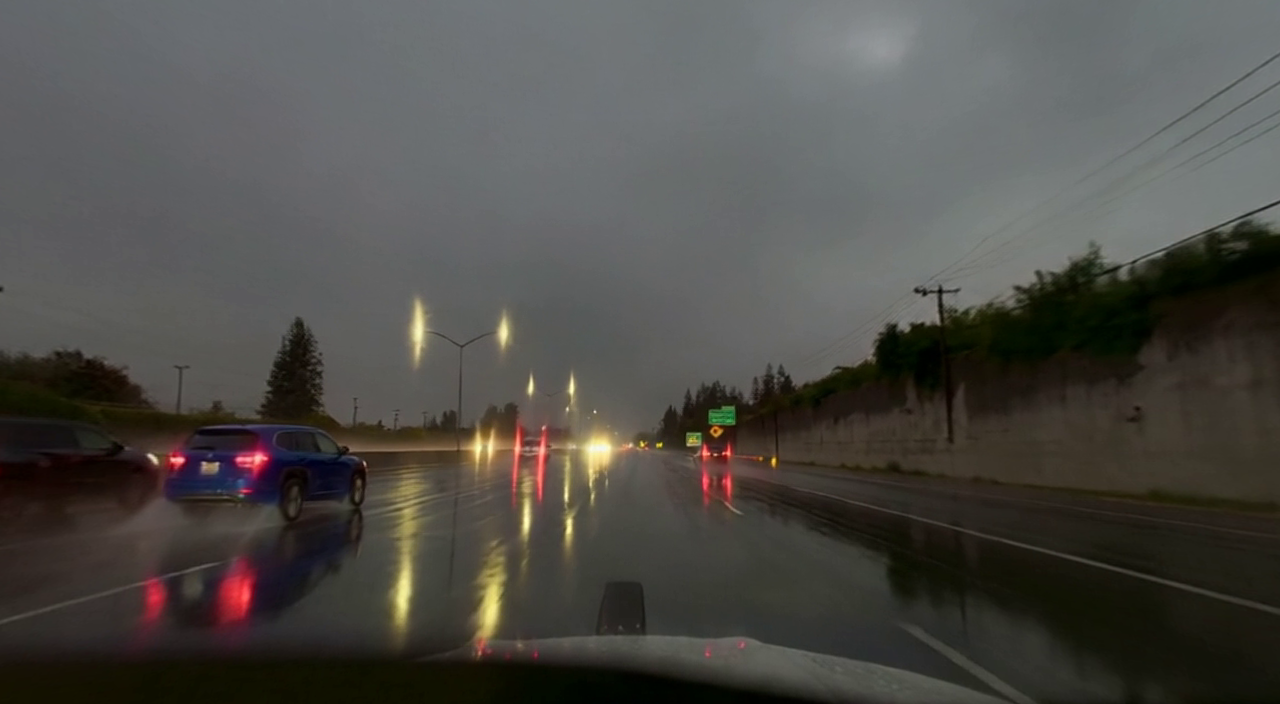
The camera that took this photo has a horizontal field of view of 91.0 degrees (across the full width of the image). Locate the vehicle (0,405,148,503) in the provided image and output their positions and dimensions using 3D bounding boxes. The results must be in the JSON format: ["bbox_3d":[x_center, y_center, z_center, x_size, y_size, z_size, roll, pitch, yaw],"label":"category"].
[{"bbox_3d":[-13.814,2.139,13.307,2.162,1.922,5.732,0,-9,0],"label":"vehicle"}]

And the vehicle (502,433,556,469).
[{"bbox_3d":[-6.448,5.820,37.100,2.255,1.934,4.868,0,-9,0],"label":"vehicle"}]

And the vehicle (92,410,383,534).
[{"bbox_3d":[-6.543,2.015,11.091,2.058,1.698,4.567,0,-9,0],"label":"vehicle"}]

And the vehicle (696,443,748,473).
[{"bbox_3d":[4.507,5.920,35.455,2.251,1.520,4.550,1,-9,-1],"label":"vehicle"}]
